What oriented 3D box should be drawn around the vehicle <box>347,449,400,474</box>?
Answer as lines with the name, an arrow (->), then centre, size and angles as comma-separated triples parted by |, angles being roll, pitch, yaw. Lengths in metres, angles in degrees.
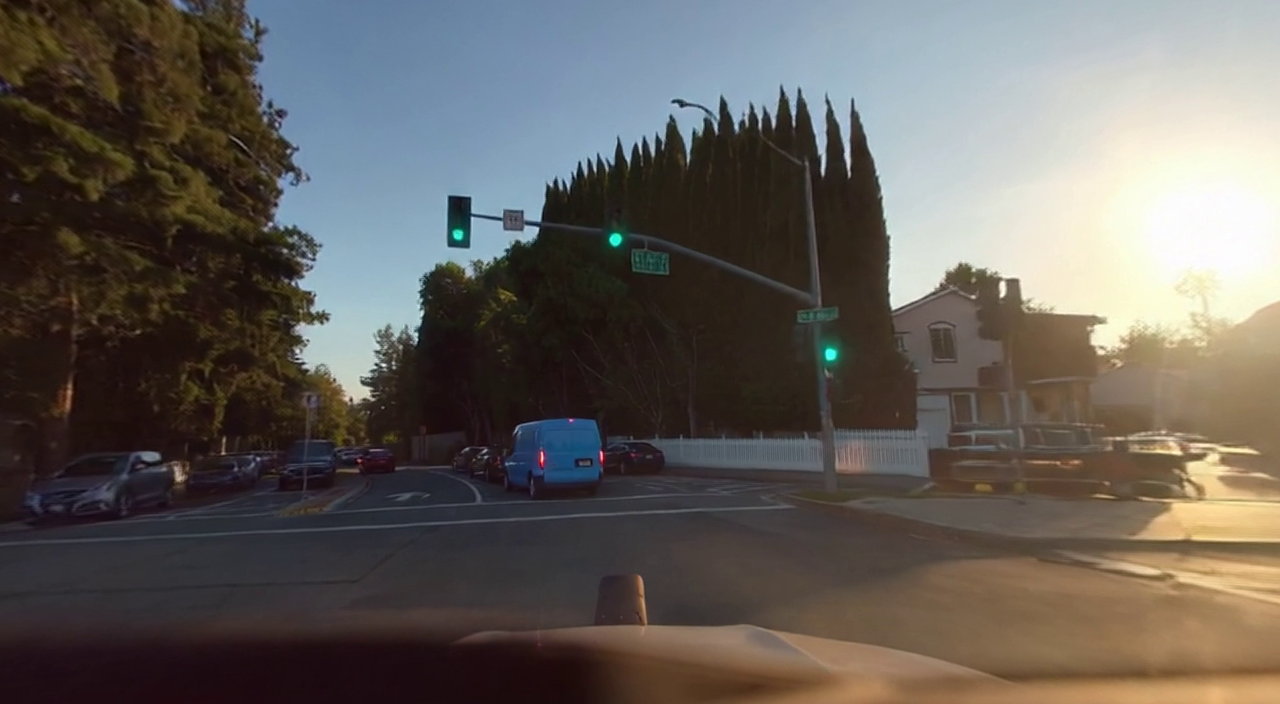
vehicle -> -17.425, 7.078, 41.178 | 1.911, 1.493, 4.291 | 7, -11, -39

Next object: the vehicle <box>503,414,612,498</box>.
vehicle -> -2.599, 3.045, 18.783 | 2.213, 2.124, 4.809 | 3, -9, -19

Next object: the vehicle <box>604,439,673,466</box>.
vehicle -> -0.081, 6.838, 43.249 | 4.559, 1.754, 1.985 | 8, -12, -42

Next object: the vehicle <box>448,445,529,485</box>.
vehicle -> -6.223, 4.501, 25.570 | 2.008, 1.445, 4.386 | 5, -10, -29

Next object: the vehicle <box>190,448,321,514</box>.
vehicle -> -9.877, 3.280, 16.651 | 1.952, 1.461, 4.377 | 3, -9, -18

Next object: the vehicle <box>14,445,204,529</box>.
vehicle -> -13.222, 3.288, 16.196 | 2.078, 1.783, 4.670 | 3, -9, -19

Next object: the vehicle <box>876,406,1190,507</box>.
vehicle -> 9.512, 2.581, 15.882 | 2.514, 2.026, 6.104 | 8, -12, -43
